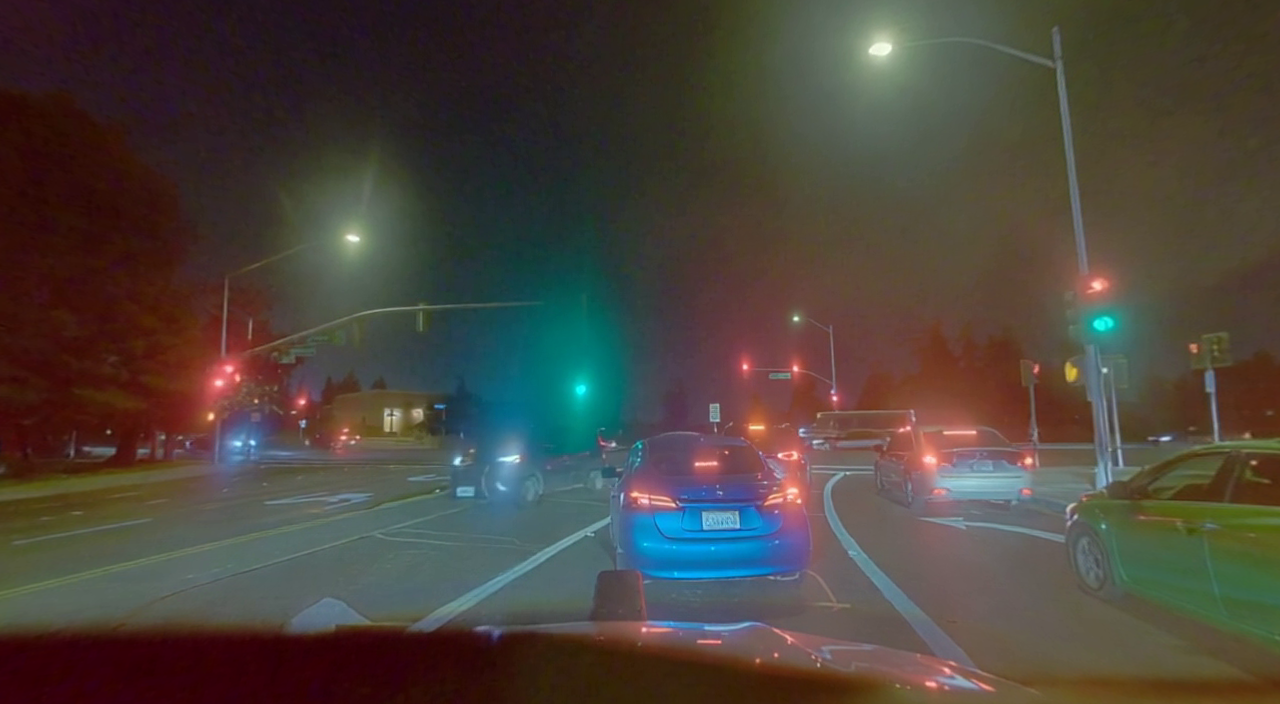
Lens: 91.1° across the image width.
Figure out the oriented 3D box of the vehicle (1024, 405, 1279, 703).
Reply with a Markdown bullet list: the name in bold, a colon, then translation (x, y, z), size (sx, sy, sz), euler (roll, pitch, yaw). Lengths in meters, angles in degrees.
- **vehicle**: translation (4.244, 1.057, 3.358), size (1.954, 1.508, 4.441), euler (-1, -8, 6)

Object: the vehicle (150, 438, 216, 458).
- **vehicle**: translation (-35.380, 7.440, 48.637), size (1.652, 1.433, 3.733), euler (-7, -11, 40)

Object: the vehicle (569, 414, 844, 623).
- **vehicle**: translation (0.854, 1.500, 6.683), size (2.052, 1.483, 3.928), euler (-2, -8, 12)

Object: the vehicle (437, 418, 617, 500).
- **vehicle**: translation (-2.408, 2.455, 14.813), size (1.918, 1.589, 4.556), euler (-4, -9, 24)

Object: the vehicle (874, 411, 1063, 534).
- **vehicle**: translation (5.532, 2.044, 11.282), size (2.102, 1.717, 4.373), euler (-2, -9, 16)
